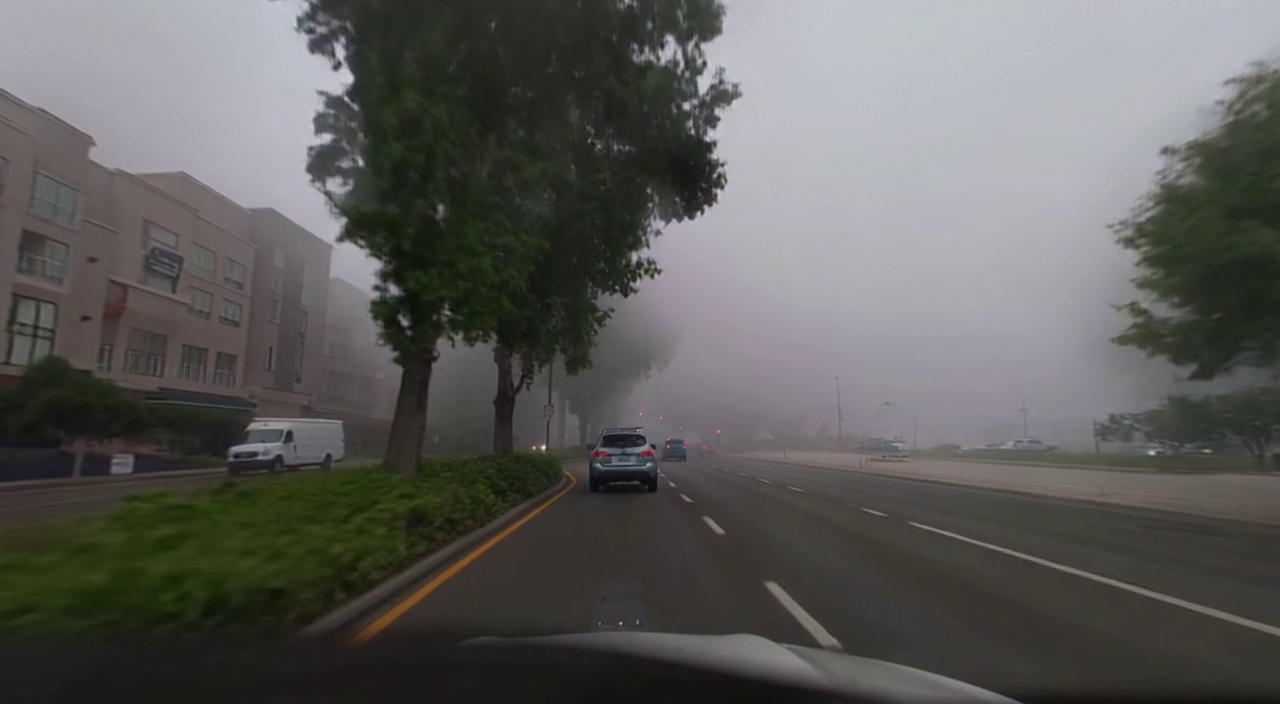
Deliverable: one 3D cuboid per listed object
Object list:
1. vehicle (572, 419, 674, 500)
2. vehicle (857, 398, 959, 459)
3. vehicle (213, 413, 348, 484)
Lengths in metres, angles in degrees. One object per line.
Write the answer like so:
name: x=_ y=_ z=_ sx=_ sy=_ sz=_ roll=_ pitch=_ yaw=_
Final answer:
vehicle: x=-0.444 y=2.732 z=16.367 sx=2.277 sy=1.816 sz=4.192 roll=0 pitch=-9 yaw=-2
vehicle: x=18.102 y=5.430 z=43.576 sx=3.269 sy=3.755 sz=8.862 roll=0 pitch=-9 yaw=2
vehicle: x=-19.136 y=5.232 z=34.385 sx=2.811 sy=3.399 sz=7.898 roll=0 pitch=-9 yaw=-2
